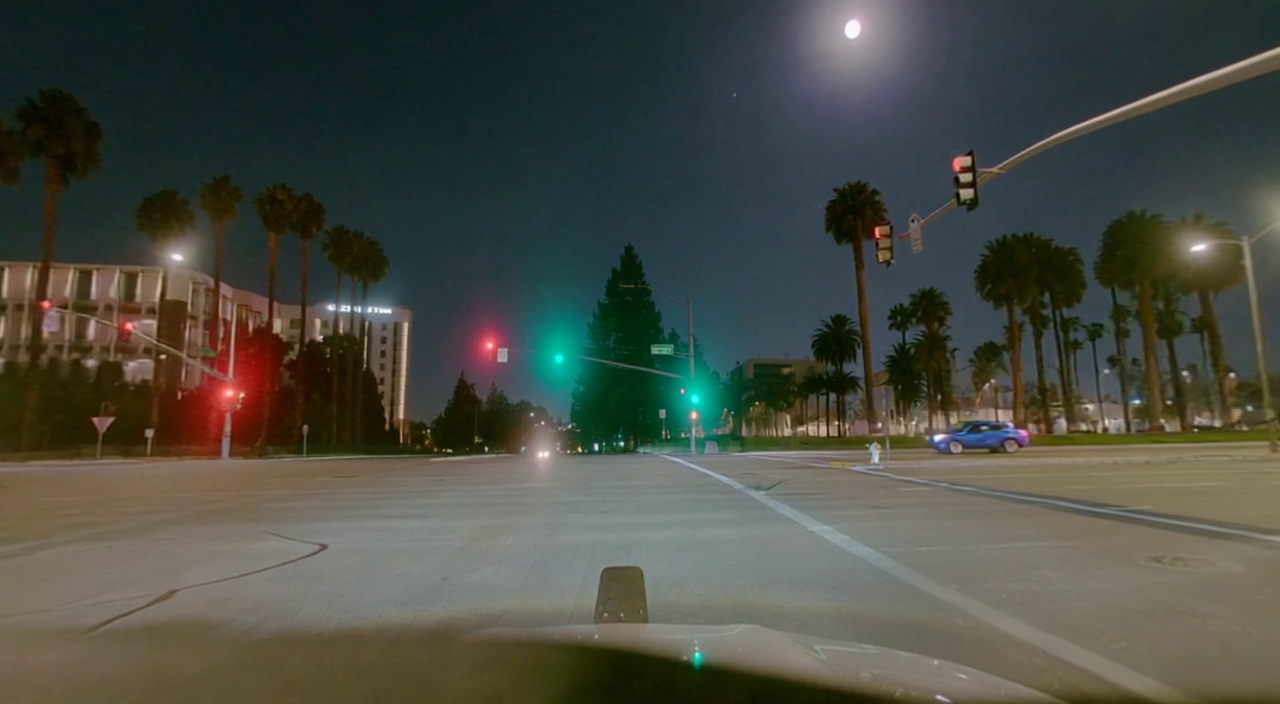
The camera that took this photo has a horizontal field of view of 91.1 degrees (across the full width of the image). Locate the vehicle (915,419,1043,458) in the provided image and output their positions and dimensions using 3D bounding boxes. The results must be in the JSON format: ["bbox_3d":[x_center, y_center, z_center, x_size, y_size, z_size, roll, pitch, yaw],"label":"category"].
[{"bbox_3d":[15.794,4.063,29.439,4.820,1.751,2.050,0,-8,-2],"label":"vehicle"}]
